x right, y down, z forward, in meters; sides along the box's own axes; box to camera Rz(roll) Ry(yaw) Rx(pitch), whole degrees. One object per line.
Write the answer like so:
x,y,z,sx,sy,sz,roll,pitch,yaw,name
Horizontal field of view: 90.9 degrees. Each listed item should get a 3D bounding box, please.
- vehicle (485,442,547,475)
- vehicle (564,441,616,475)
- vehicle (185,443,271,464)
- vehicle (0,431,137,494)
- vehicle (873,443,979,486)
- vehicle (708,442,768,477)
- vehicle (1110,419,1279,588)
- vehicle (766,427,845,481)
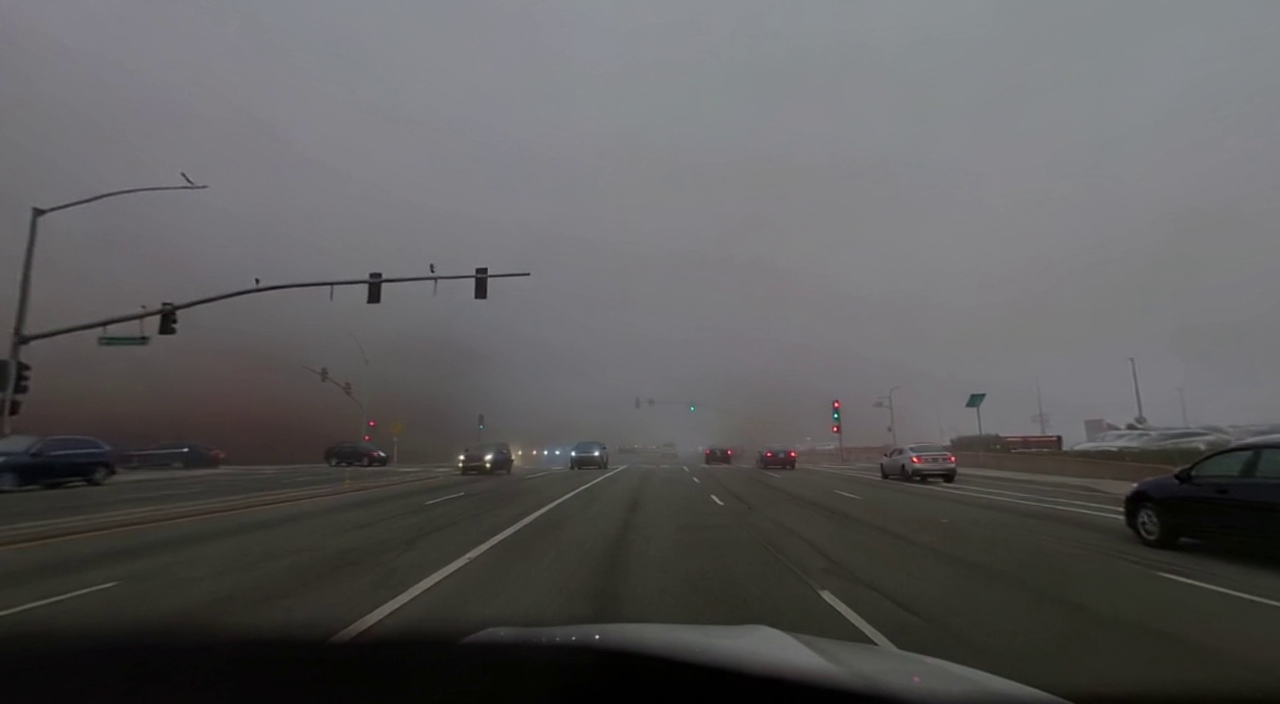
-6.102,5.281,31.557,2.004,1.529,4.319,-1,-8,3,vehicle
-2.361,5.181,30.938,1.958,1.542,4.175,-1,-8,3,vehicle
-31.357,7.719,48.137,5.137,1.482,1.918,3,-9,-21,vehicle
-18.633,3.380,19.543,1.981,1.721,4.772,-1,-8,2,vehicle
11.029,4.349,24.736,1.963,1.513,4.600,0,-8,0,vehicle
4.709,5.247,31.064,2.292,1.563,4.734,0,-8,2,vehicle
7.210,1.450,6.058,2.051,1.620,4.702,-1,-8,6,vehicle
7.320,4.567,28.485,2.186,2.202,5.426,0,-8,1,vehicle
